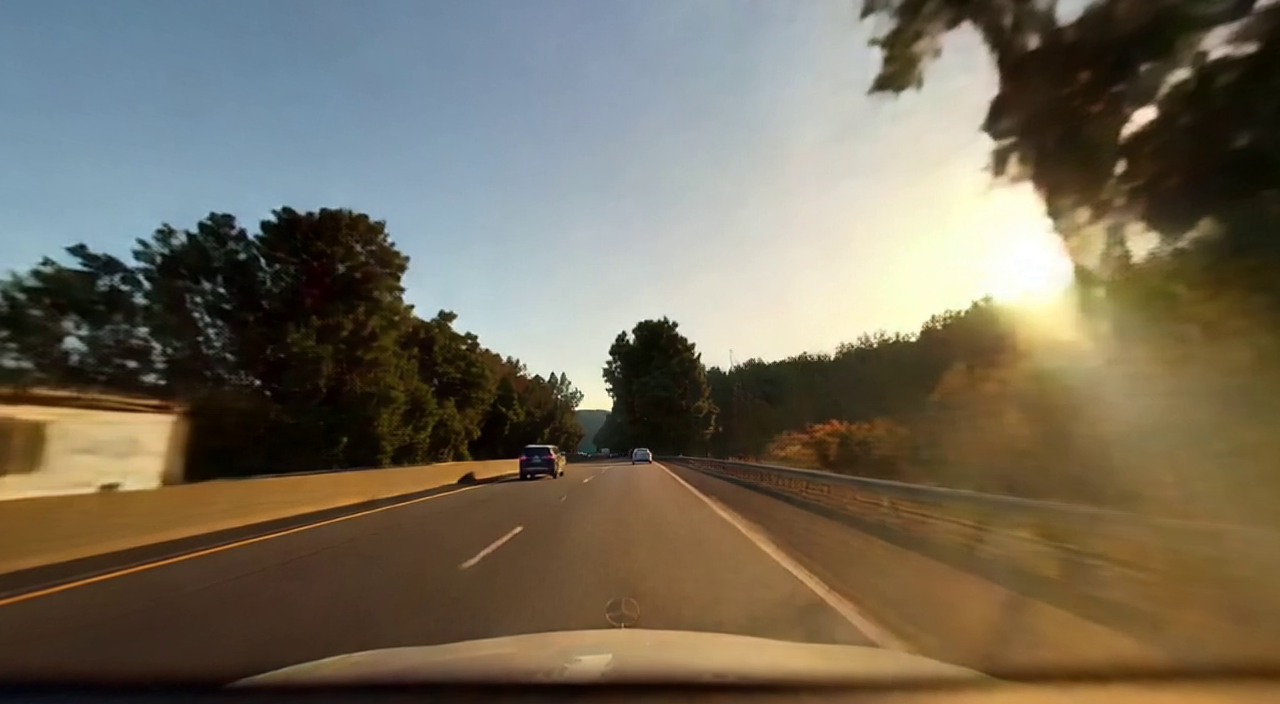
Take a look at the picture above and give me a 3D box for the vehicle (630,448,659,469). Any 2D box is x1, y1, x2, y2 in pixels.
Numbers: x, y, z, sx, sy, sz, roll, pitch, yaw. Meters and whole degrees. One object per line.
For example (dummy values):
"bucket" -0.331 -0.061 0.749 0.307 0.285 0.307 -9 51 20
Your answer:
"vehicle" 0.292 7.743 45.960 2.046 1.452 4.407 0 -9 -1

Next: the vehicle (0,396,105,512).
"vehicle" -16.574 2.367 14.589 2.419 2.745 6.688 0 -9 0

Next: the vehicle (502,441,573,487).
"vehicle" -4.022 4.457 25.452 2.100 1.667 4.223 0 -9 1
